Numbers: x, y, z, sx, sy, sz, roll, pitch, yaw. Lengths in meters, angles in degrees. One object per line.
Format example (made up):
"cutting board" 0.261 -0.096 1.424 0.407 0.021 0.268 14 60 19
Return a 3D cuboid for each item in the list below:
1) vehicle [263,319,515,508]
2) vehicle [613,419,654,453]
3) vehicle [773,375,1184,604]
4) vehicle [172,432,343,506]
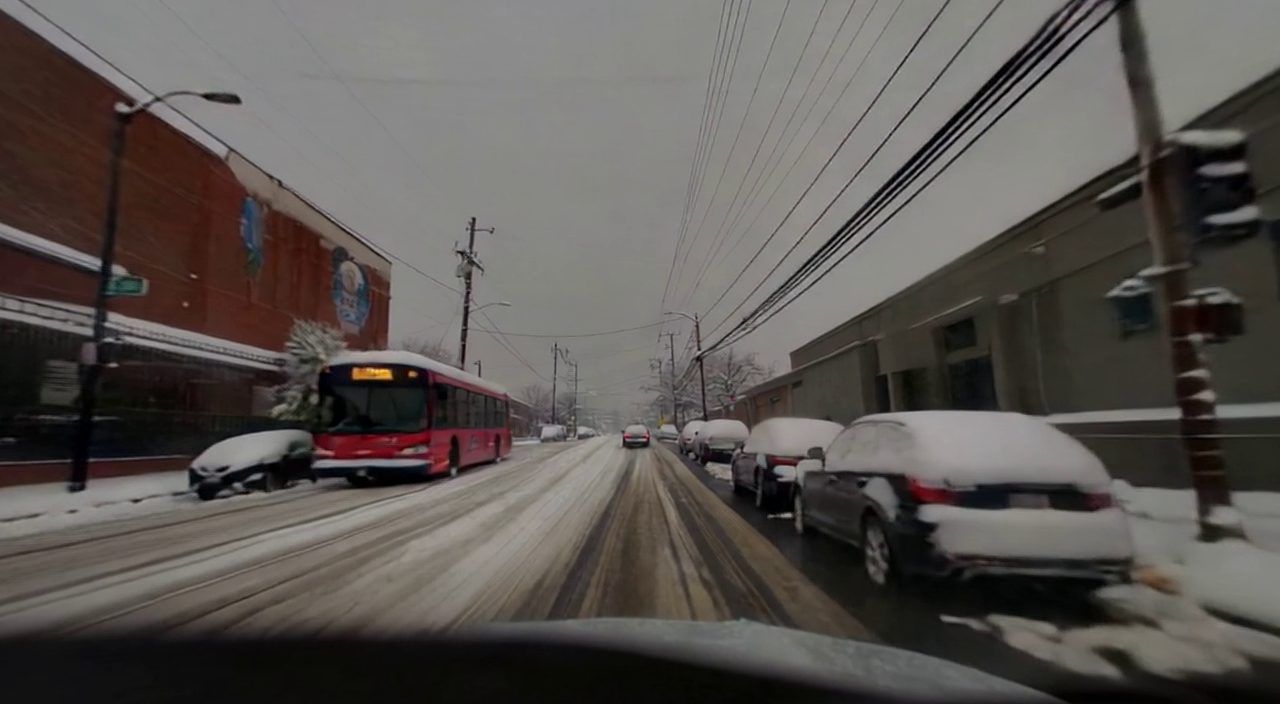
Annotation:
"vehicle" -5.713 1.992 17.747 3.297 3.342 12.875 1 -8 -7
"vehicle" -0.365 4.738 35.646 2.190 1.783 4.048 0 -8 0
"vehicle" 3.093 1.433 7.161 2.171 1.751 4.373 1 -10 -1
"vehicle" -9.987 3.016 16.960 2.031 1.539 4.089 0 -5 0
